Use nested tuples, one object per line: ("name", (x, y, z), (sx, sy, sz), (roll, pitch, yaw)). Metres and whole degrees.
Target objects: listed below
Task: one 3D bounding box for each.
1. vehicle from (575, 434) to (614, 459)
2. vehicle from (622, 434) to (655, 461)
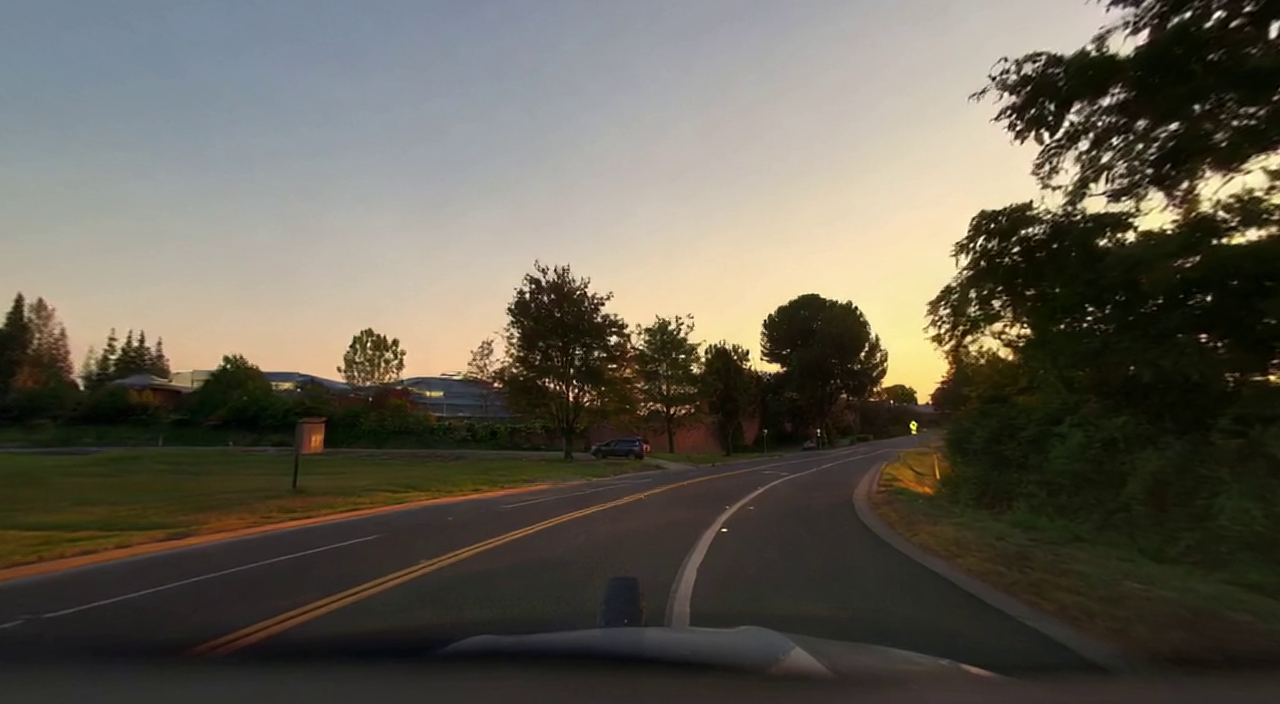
("vehicle", (-3.445, 7.030, 46.916), (2.192, 1.740, 4.521), (2, -9, -13))
("vehicle", (-0.182, 6.927, 45.606), (2.244, 1.796, 5.170), (0, -9, -2))
